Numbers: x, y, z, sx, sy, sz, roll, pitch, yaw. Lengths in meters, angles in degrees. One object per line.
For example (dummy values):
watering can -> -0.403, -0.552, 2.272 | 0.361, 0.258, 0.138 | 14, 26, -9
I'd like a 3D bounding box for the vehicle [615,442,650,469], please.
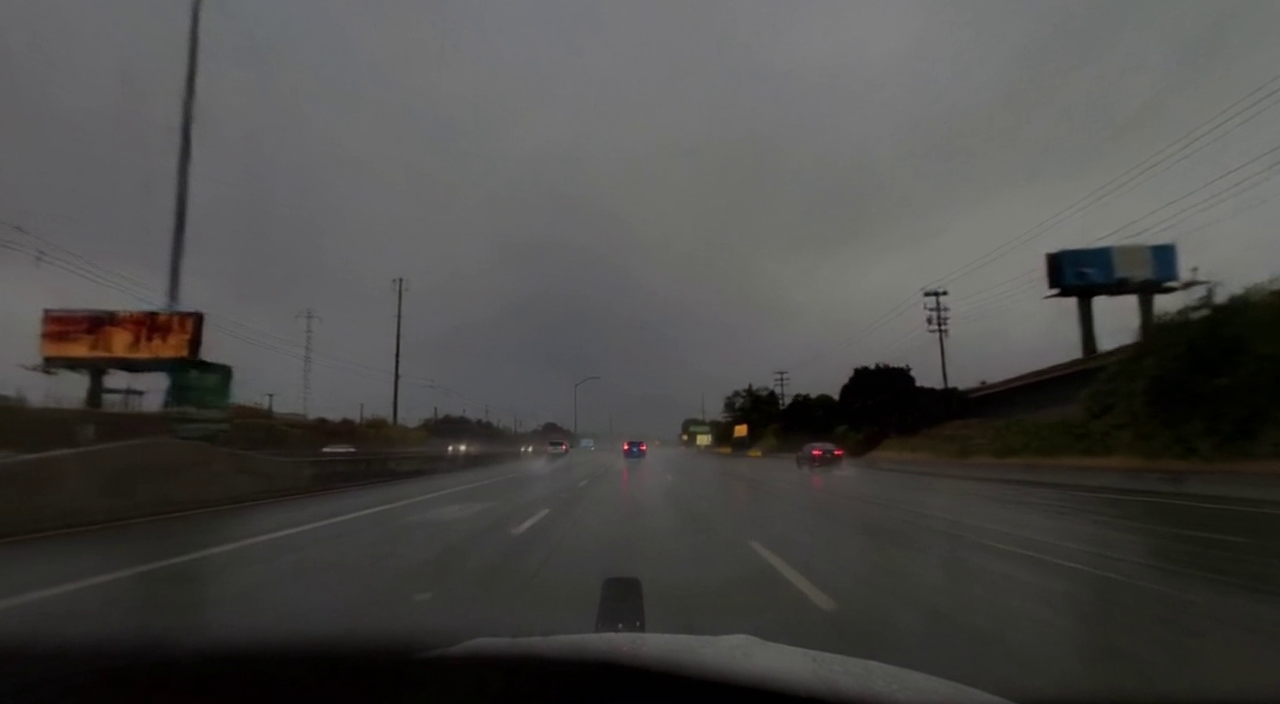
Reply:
vehicle -> -0.503, 6.435, 39.545 | 2.074, 1.574, 3.971 | 0, -8, -1
